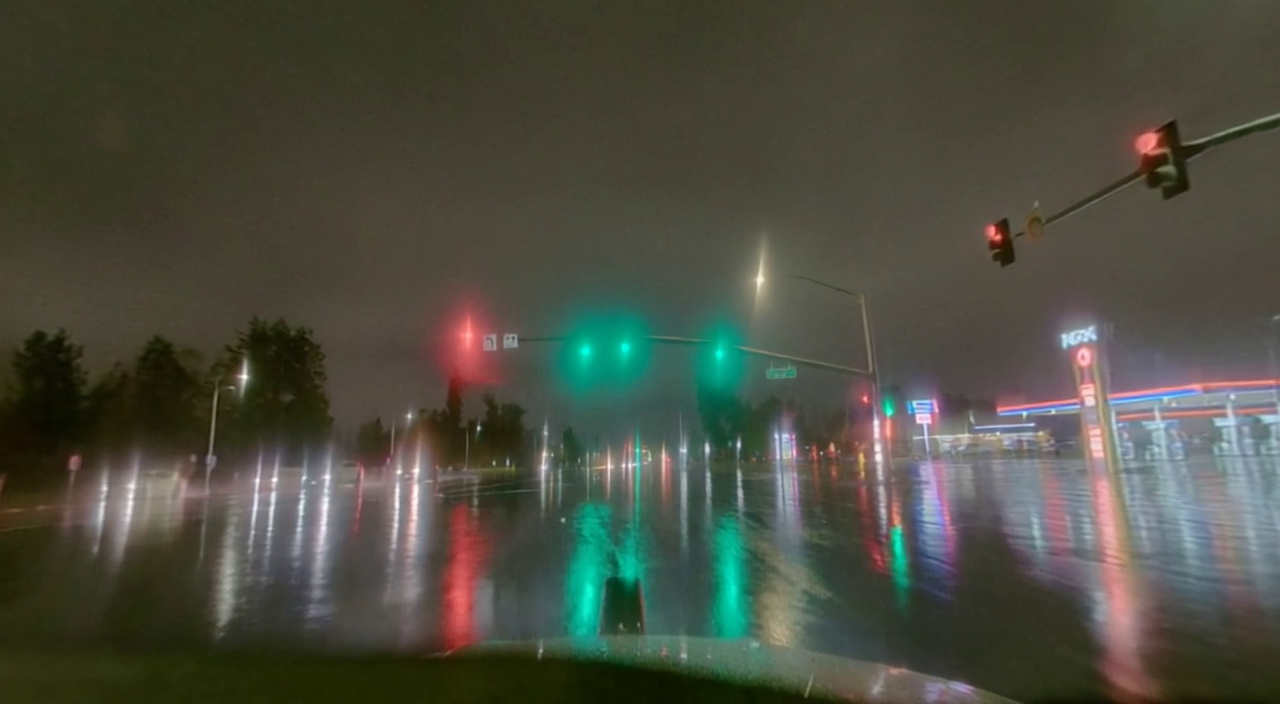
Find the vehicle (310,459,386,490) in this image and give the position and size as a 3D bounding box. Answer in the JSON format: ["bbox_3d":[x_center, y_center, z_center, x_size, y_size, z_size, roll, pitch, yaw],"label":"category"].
[{"bbox_3d":[-15.325,6.447,33.403,1.920,1.434,4.328,0,-9,0],"label":"vehicle"}]

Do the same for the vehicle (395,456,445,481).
[{"bbox_3d":[-15.445,8.200,44.608,2.053,1.598,4.336,0,-9,-1],"label":"vehicle"}]

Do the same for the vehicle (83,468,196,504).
[{"bbox_3d":[-24.590,6.580,31.313,1.895,1.483,4.790,0,-9,-3],"label":"vehicle"}]

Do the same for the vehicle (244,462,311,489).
[{"bbox_3d":[-24.889,8.479,43.604,2.098,1.684,4.388,0,-9,-2],"label":"vehicle"}]
